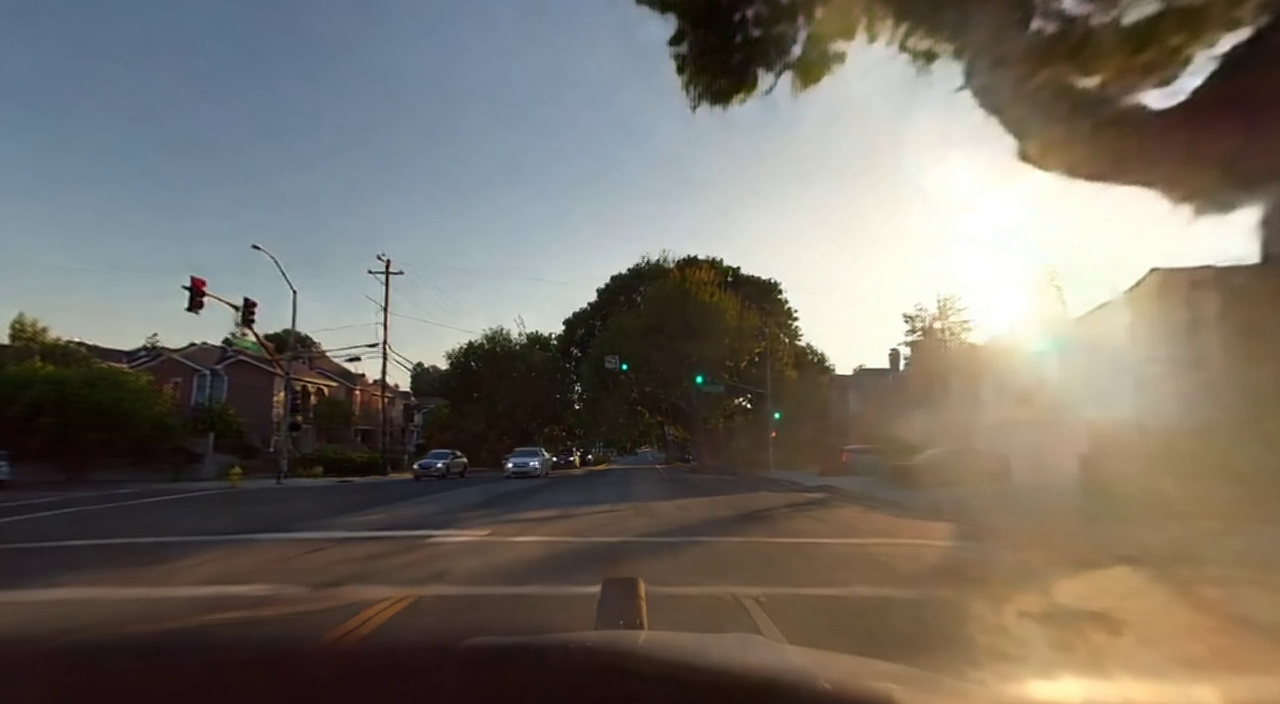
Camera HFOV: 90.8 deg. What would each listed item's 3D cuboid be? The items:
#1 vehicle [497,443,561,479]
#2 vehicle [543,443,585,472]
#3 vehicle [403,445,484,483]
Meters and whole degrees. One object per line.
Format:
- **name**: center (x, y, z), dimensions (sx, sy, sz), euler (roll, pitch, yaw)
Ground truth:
- **vehicle**: center (-4.817, 4.749, 27.926), dimensions (2.003, 1.462, 4.220), euler (0, -8, 1)
- **vehicle**: center (-4.551, 6.366, 38.521), dimensions (1.999, 1.652, 3.962), euler (0, -8, 1)
- **vehicle**: center (-8.379, 4.780, 27.416), dimensions (1.985, 1.475, 4.383), euler (0, -8, 2)
